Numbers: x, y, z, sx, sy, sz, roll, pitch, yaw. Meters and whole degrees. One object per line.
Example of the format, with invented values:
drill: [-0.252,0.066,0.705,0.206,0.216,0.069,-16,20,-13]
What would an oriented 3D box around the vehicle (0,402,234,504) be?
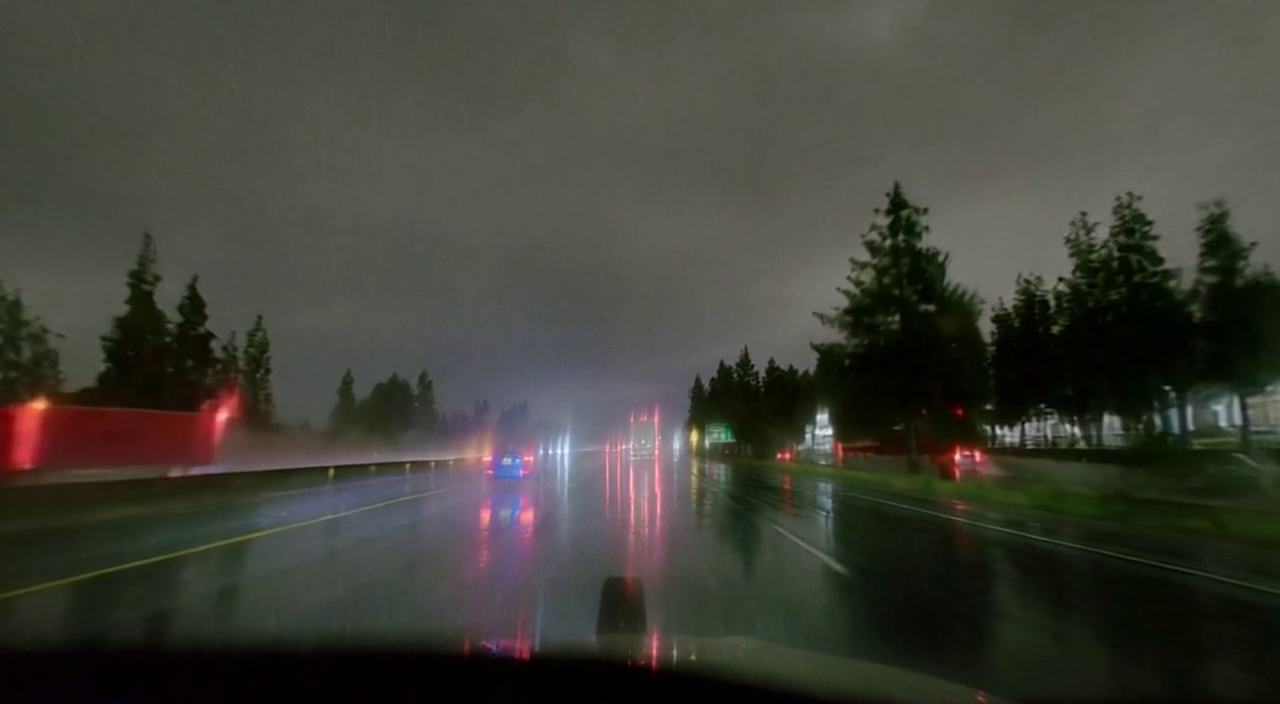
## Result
vehicle: [-24.920,4.714,29.782,2.972,3.912,10.298,-2,-9,13]

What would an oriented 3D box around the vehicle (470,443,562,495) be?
vehicle: [-3.984,3.855,21.218,1.999,1.533,4.870,-1,-9,1]
